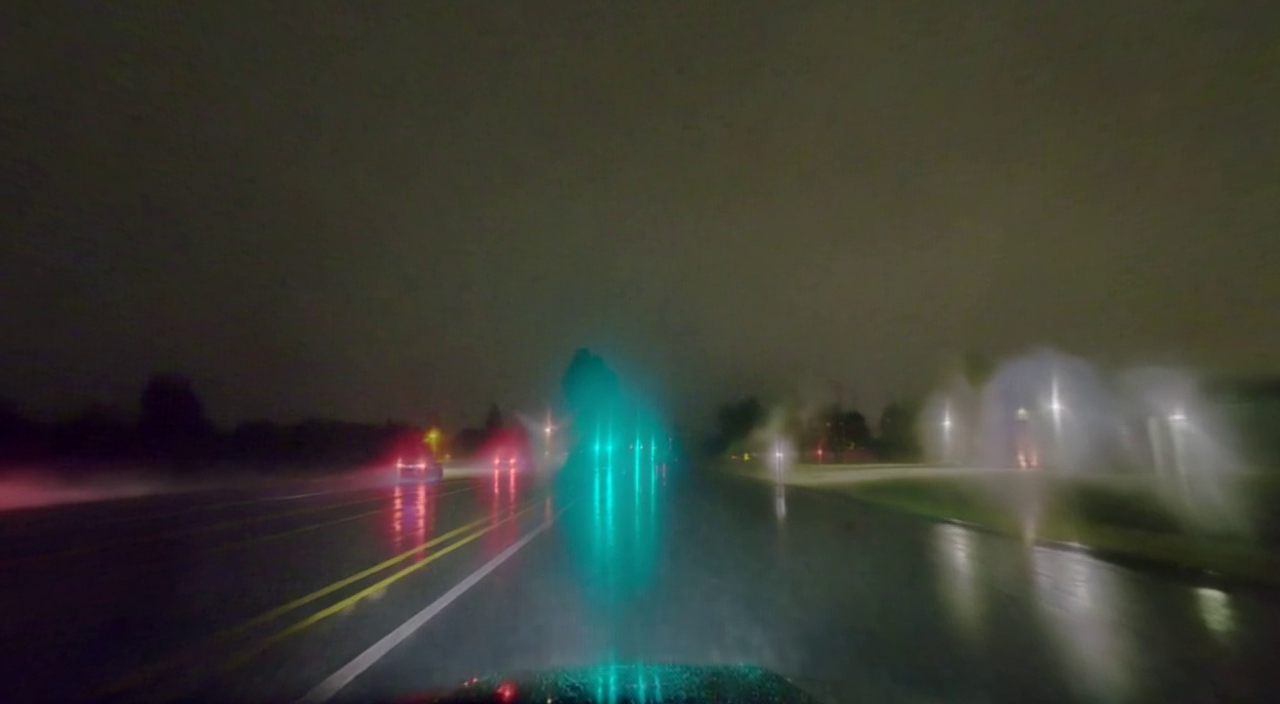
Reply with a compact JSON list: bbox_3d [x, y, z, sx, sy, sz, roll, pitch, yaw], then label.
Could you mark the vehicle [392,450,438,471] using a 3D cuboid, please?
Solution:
[{"bbox_3d":[-17.179,8.293,48.360,1.955,1.533,4.097,0,-9,0],"label":"vehicle"}]
